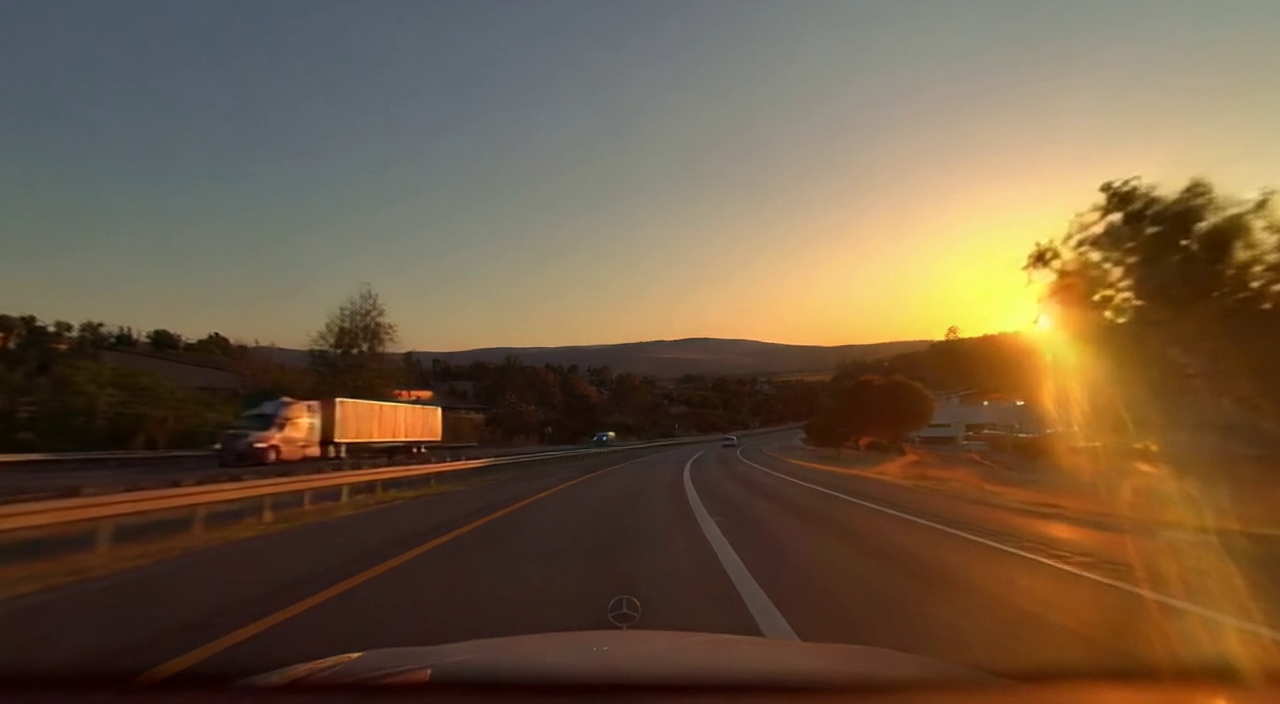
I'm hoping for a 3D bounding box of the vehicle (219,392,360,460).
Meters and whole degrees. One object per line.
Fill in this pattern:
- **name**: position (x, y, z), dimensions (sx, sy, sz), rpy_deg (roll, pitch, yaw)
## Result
- **vehicle**: position (-22.038, 4.904, 40.573), dimensions (3.027, 3.888, 9.085), rpy_deg (-1, -9, 6)
